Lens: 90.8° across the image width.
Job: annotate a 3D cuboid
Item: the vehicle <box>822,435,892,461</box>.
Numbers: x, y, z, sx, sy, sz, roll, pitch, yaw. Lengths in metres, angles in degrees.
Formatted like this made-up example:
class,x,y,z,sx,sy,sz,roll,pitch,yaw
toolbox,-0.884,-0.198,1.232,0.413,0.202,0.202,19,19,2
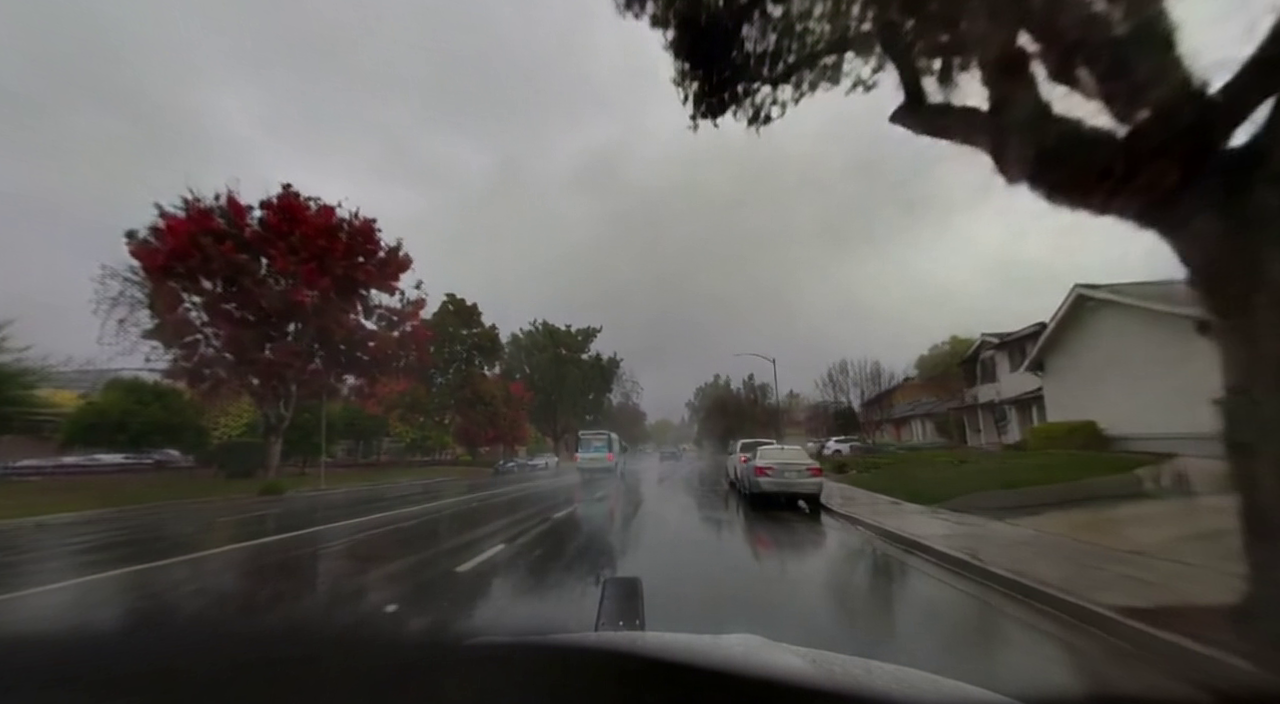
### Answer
class,x,y,z,sx,sy,sz,roll,pitch,yaw
vehicle,15.022,6.671,43.887,4.249,1.550,1.843,-4,-9,9

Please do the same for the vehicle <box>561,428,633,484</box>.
class,x,y,z,sx,sy,sz,roll,pitch,yaw
vehicle,-1.656,4.362,26.629,2.085,2.084,5.133,-1,-9,7

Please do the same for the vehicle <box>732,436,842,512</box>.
class,x,y,z,sx,sy,sz,roll,pitch,yaw
vehicle,3.527,3.015,16.069,2.040,1.643,4.446,-1,-9,5
